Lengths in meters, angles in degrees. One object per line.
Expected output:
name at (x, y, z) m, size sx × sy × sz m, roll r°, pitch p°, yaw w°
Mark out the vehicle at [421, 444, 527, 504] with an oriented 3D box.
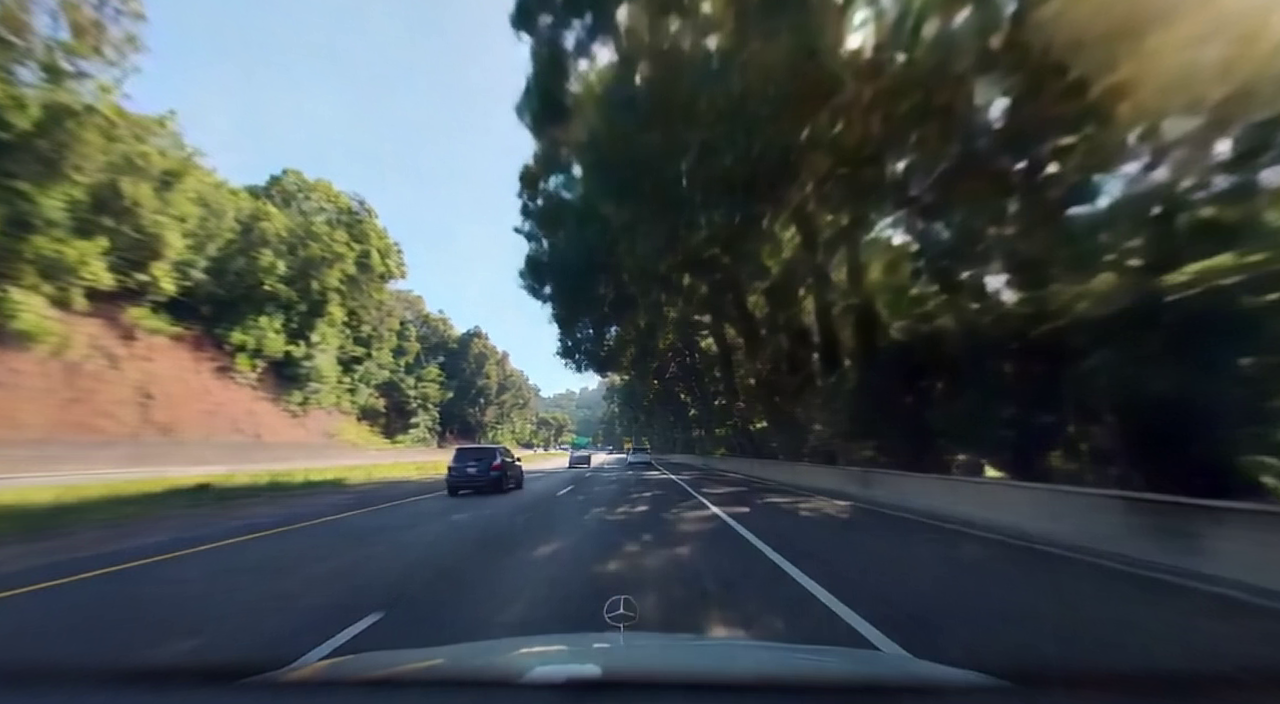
vehicle at (-4.599, 3.412, 18.159) m, size 1.838 × 1.508 × 4.317 m, roll 0°, pitch -9°, yaw 0°
